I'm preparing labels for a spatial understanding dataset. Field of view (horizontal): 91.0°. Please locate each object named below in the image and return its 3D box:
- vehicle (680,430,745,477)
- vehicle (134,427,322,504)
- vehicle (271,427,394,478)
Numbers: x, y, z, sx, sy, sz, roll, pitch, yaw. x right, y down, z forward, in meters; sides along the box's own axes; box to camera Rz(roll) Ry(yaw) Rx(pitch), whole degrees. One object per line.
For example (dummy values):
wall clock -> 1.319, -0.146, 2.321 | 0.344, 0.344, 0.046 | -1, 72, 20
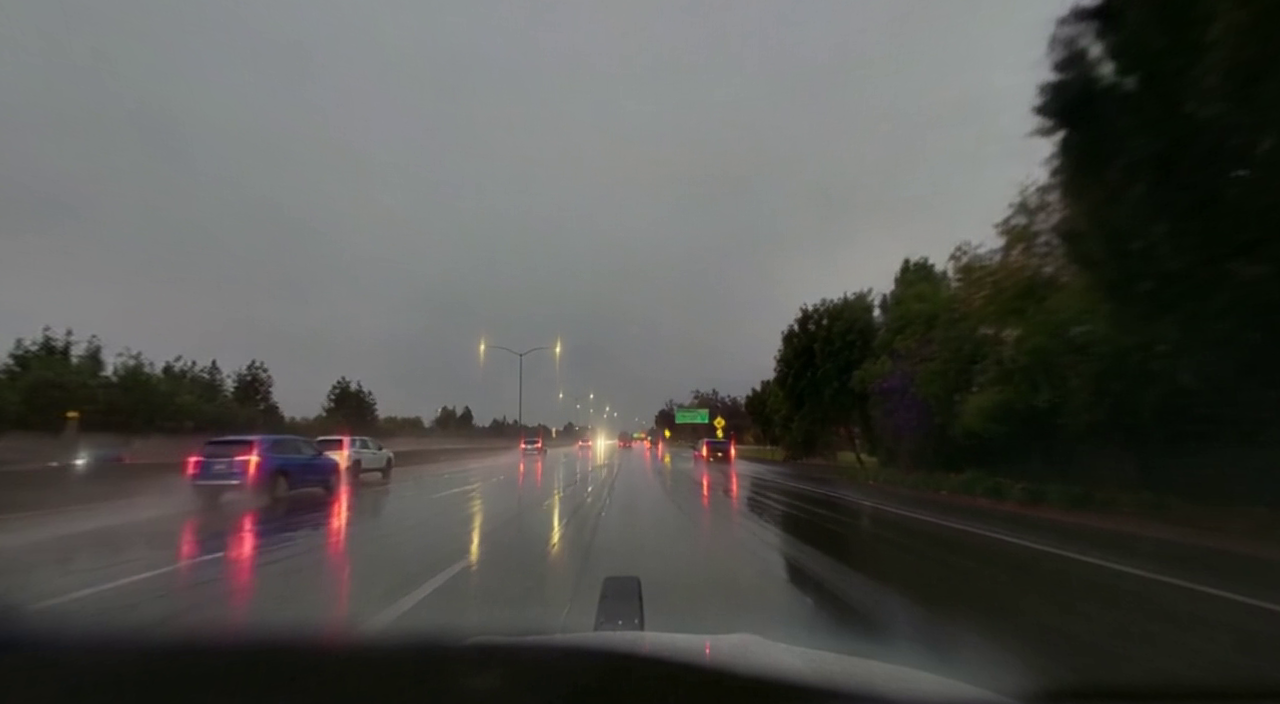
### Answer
vehicle -> 3.085, 4.445, 27.810 | 2.184, 1.892, 4.763 | 0, -8, -2
vehicle -> -11.291, 3.130, 17.814 | 2.137, 1.873, 4.687 | 0, -8, 0
vehicle -> -14.916, 4.941, 31.219 | 2.736, 2.262, 6.533 | 0, -8, 0
